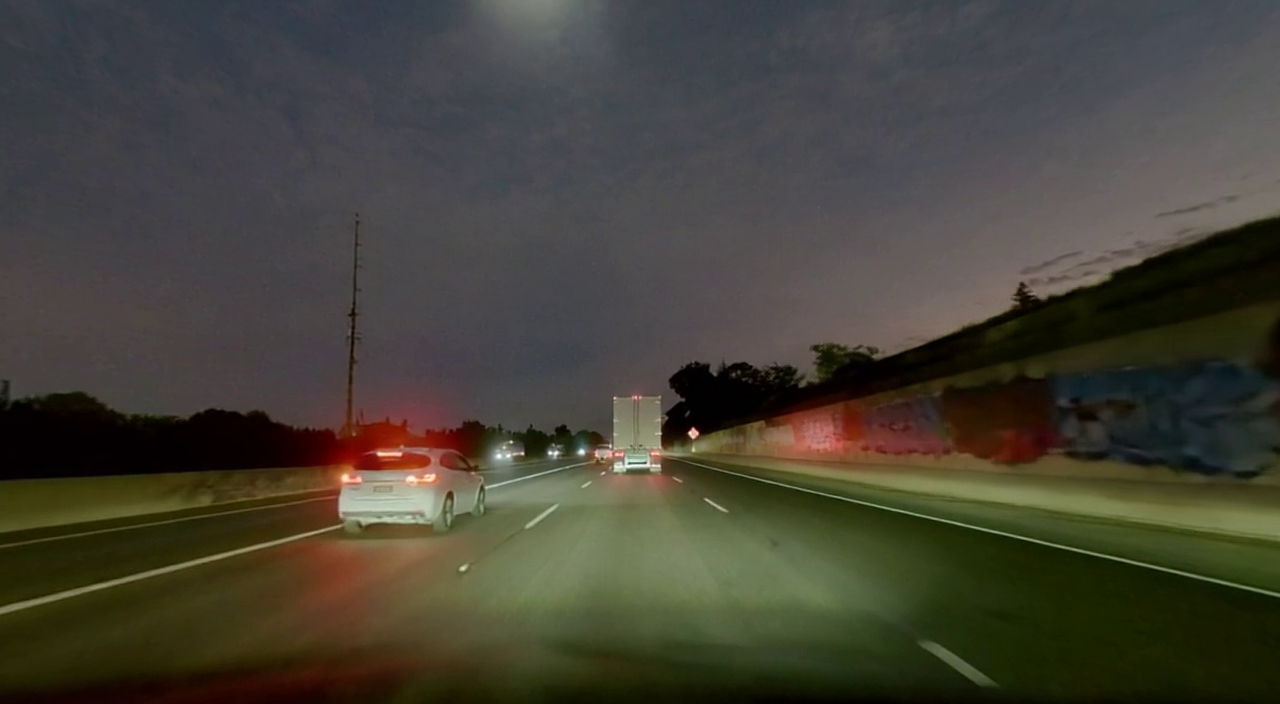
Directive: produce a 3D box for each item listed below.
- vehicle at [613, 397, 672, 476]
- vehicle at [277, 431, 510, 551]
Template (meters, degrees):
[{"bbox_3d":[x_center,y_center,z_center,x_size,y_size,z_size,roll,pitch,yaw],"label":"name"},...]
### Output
[{"bbox_3d":[-0.057,5.186,37.820,3.042,4.023,10.832,0,-9,-2],"label":"vehicle"},{"bbox_3d":[-3.667,2.142,10.305,2.158,1.538,4.047,0,-9,0],"label":"vehicle"}]
